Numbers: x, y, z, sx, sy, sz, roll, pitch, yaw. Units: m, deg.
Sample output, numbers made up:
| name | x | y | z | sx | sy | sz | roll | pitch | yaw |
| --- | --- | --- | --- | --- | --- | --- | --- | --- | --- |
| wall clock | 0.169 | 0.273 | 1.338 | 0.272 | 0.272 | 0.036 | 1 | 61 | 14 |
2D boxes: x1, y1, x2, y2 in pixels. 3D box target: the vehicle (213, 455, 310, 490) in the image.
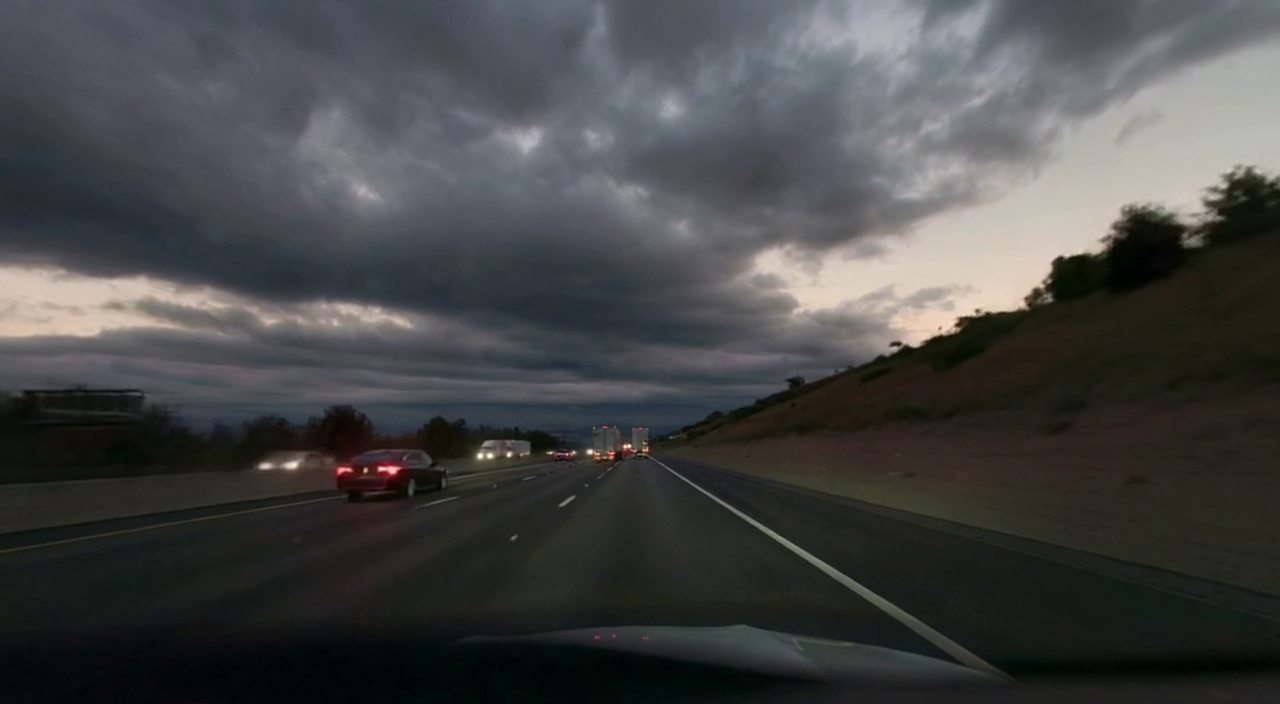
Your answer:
| name | x | y | z | sx | sy | sz | roll | pitch | yaw |
| --- | --- | --- | --- | --- | --- | --- | --- | --- | --- |
| vehicle | -17.445 | 5.553 | 29.345 | 1.830 | 1.441 | 4.274 | 0 | -9 | 0 |

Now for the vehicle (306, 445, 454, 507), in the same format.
| name | x | y | z | sx | sy | sz | roll | pitch | yaw |
| --- | --- | --- | --- | --- | --- | --- | --- | --- | --- |
| vehicle | -7.008 | 3.377 | 17.746 | 2.036 | 1.474 | 5.011 | 0 | -9 | 0 |
